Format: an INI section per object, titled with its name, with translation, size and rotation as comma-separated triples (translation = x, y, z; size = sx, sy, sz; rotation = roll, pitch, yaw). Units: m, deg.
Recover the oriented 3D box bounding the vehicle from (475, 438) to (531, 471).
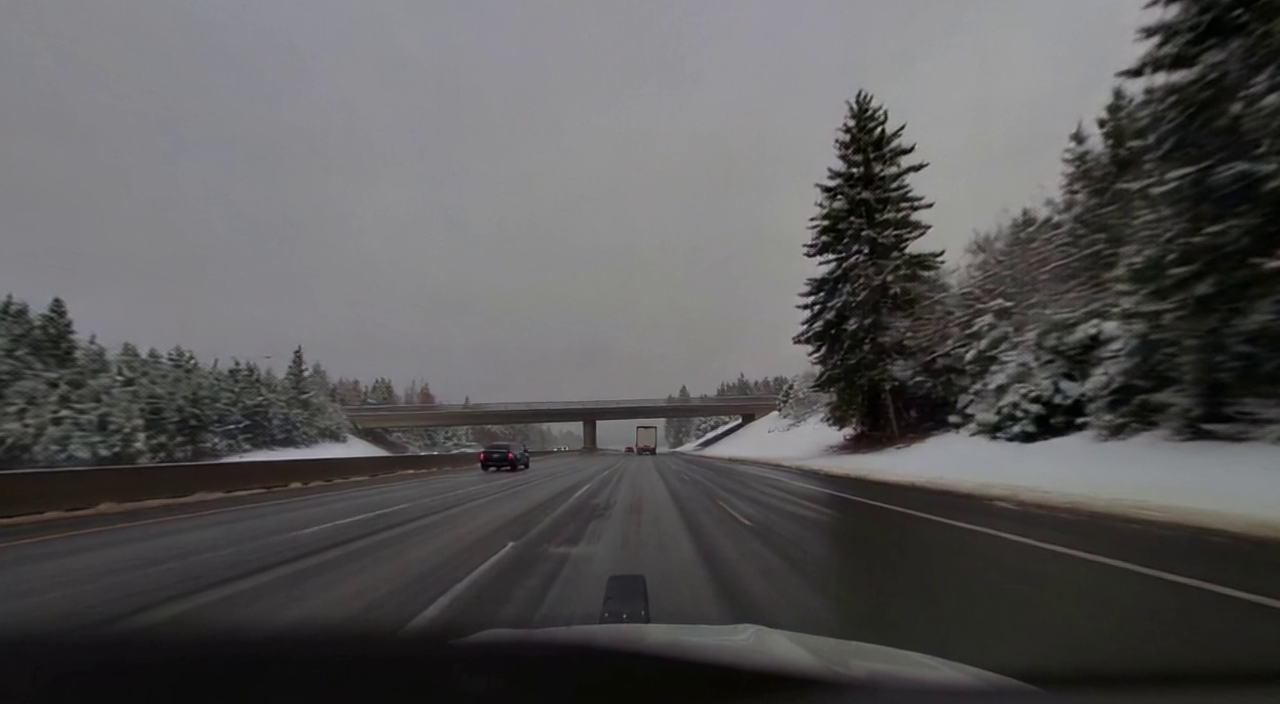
[vehicle]
translation = -7.308, 5.507, 34.048
size = 1.981, 1.685, 4.171
rotation = 0, -8, 1
